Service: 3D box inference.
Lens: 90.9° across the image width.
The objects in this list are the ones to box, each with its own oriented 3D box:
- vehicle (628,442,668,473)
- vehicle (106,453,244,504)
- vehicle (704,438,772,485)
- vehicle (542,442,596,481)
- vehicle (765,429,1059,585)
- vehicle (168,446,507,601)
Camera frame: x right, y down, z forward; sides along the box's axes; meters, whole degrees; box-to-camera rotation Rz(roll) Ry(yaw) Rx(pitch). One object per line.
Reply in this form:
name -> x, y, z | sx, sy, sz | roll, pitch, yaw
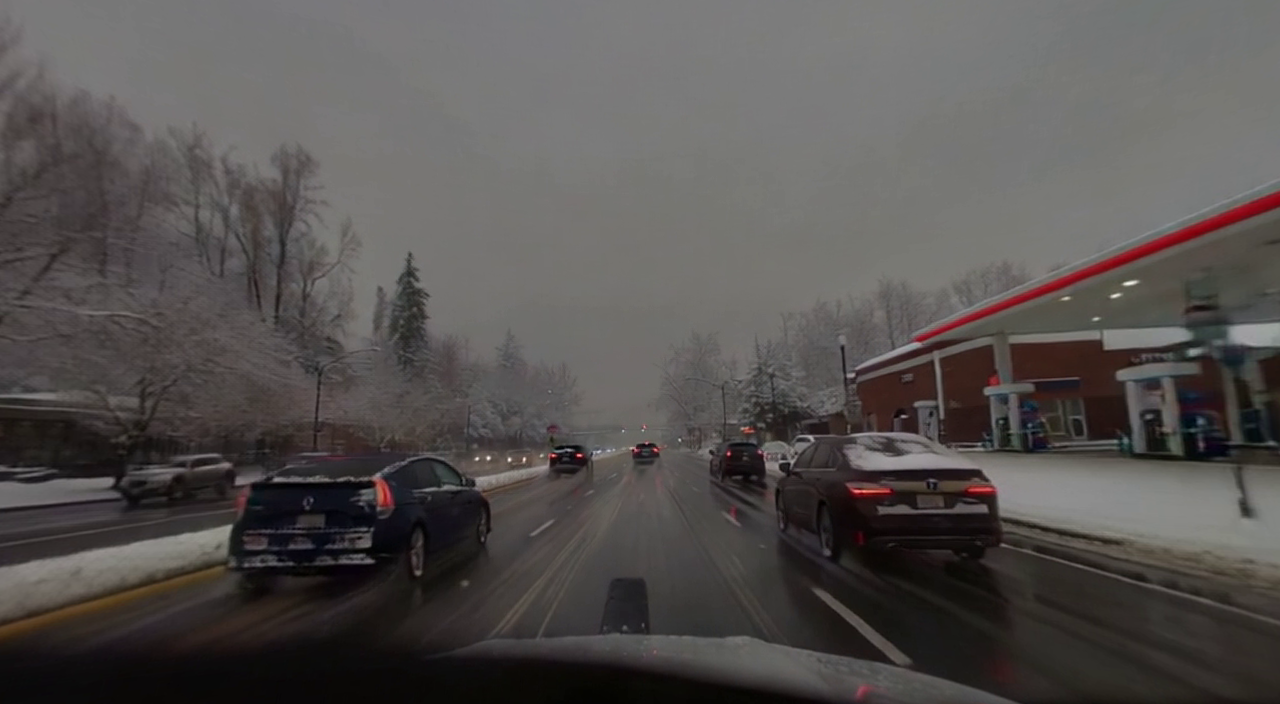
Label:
vehicle -> 0.437, 6.026, 36.134 | 2.192, 1.674, 4.124 | 0, -8, 0
vehicle -> -18.664, 5.064, 25.662 | 2.062, 1.804, 4.687 | 0, -8, -1
vehicle -> 3.882, 4.420, 25.757 | 1.980, 1.709, 4.813 | 0, -8, 0
vehicle -> -3.260, 5.094, 29.616 | 1.988, 1.645, 3.995 | 0, -8, 1
vehicle -> 3.114, 1.854, 8.482 | 1.919, 1.502, 4.572 | 0, -8, 0
vehicle -> -3.180, 1.868, 7.887 | 2.013, 1.354, 4.393 | 0, -8, 1
